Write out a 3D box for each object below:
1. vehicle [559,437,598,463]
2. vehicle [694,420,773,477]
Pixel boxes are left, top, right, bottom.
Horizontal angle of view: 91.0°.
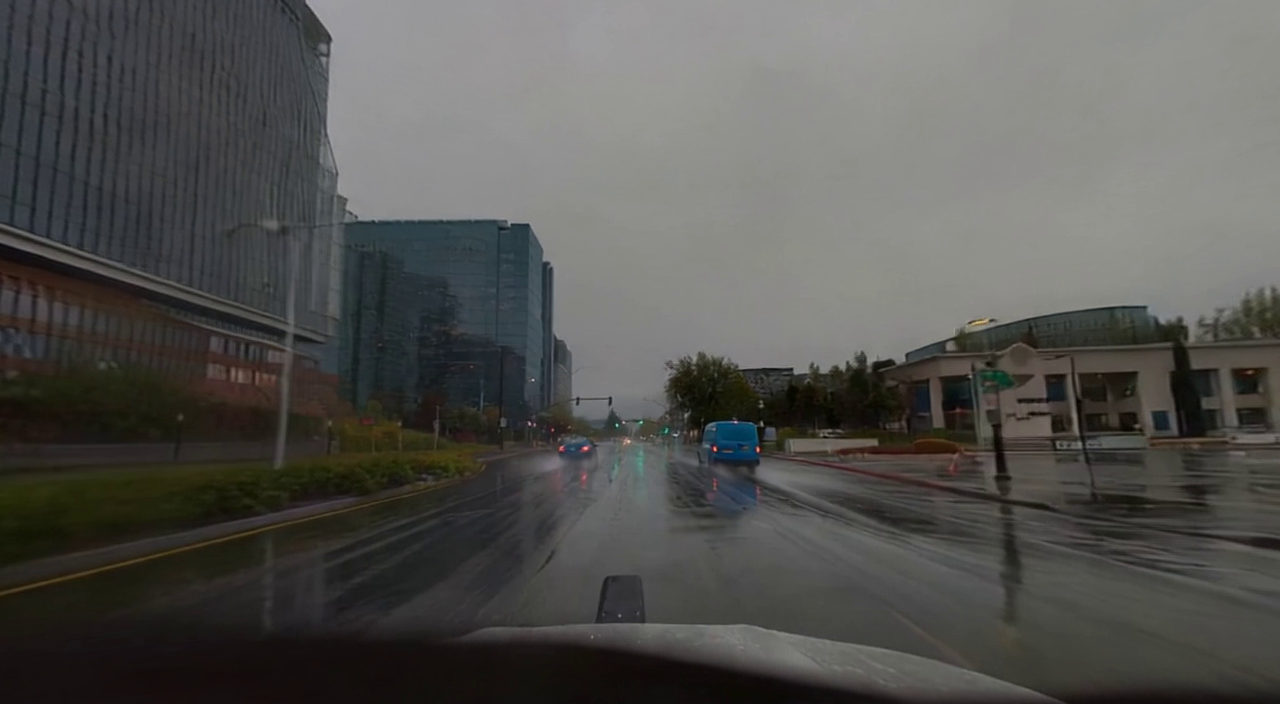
[{"bbox_3d":[-3.651,5.850,37.819,1.864,1.464,4.195,0,-8,1],"label":"vehicle"},{"bbox_3d":[3.417,3.683,24.099,2.200,1.914,5.145,0,-8,0],"label":"vehicle"}]
